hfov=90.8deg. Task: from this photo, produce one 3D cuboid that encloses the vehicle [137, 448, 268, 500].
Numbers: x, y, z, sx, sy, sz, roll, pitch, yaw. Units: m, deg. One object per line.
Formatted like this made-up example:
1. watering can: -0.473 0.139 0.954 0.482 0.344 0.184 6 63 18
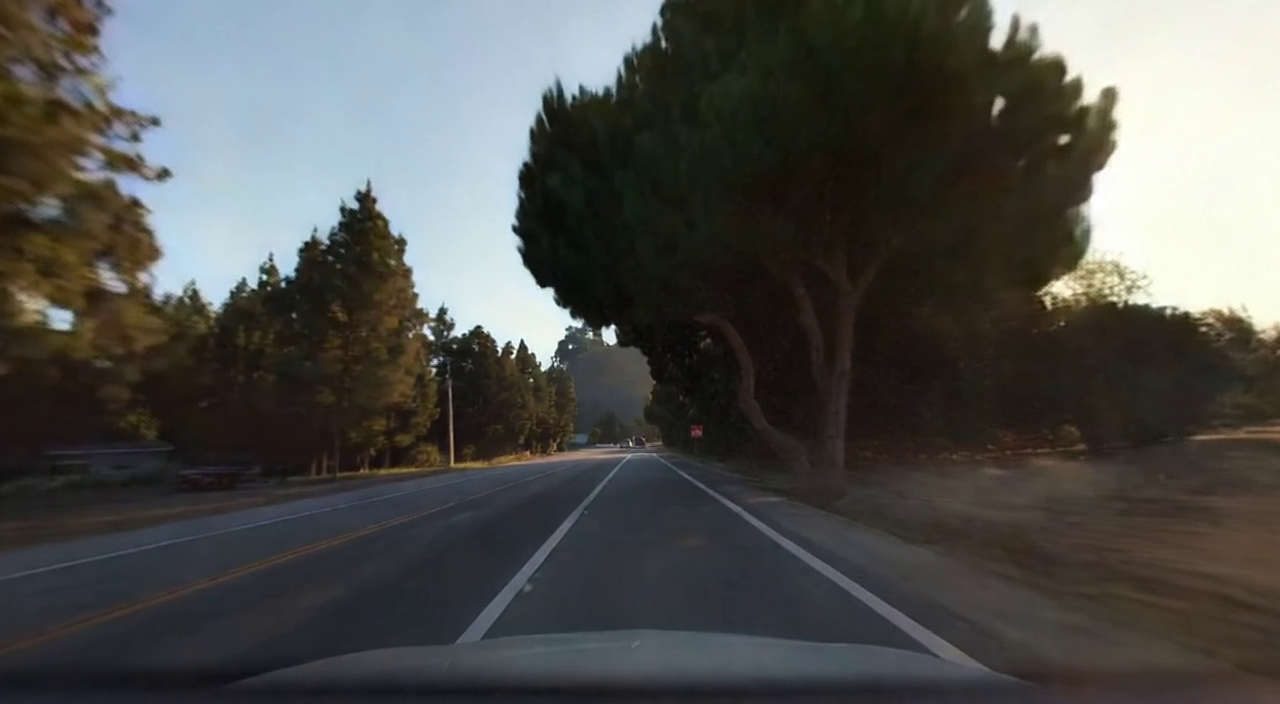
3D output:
1. vehicle: -20.561 5.709 29.822 4.655 1.832 2.227 -6 -7 2
